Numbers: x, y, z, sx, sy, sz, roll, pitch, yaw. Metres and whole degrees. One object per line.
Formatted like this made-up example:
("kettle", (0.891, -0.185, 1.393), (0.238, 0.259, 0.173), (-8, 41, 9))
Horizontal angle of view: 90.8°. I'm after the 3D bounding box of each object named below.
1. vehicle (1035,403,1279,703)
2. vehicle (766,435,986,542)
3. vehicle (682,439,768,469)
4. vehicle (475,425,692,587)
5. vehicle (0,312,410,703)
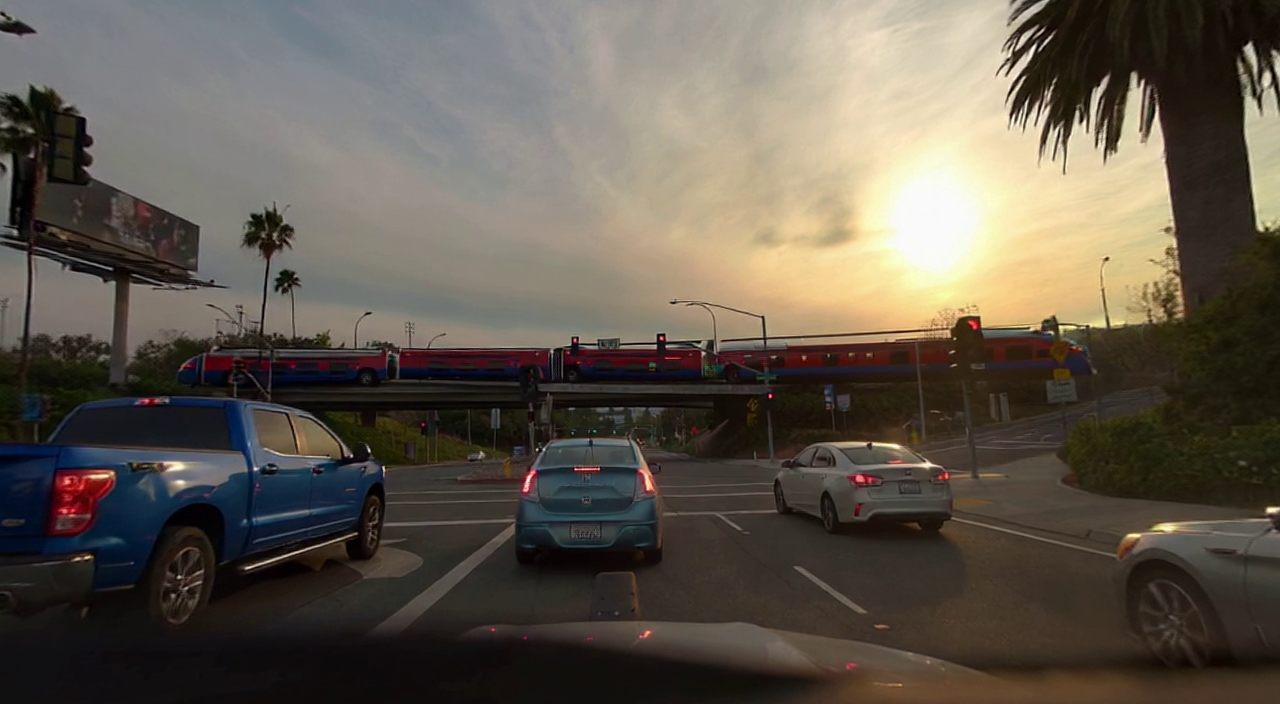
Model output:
("vehicle", (3.890, 0.891, 2.203), (2.052, 1.496, 4.541), (0, -9, -1))
("vehicle", (3.696, 2.214, 10.964), (1.965, 1.448, 4.486), (0, -9, -2))
("vehicle", (4.203, 5.139, 31.977), (1.878, 1.428, 4.416), (5, -10, -32))
("vehicle", (-0.630, 1.754, 8.056), (2.035, 1.491, 4.090), (0, -9, -3))
("vehicle", (-3.833, 1.096, 4.947), (2.078, 1.838, 5.448), (0, -9, -1))
